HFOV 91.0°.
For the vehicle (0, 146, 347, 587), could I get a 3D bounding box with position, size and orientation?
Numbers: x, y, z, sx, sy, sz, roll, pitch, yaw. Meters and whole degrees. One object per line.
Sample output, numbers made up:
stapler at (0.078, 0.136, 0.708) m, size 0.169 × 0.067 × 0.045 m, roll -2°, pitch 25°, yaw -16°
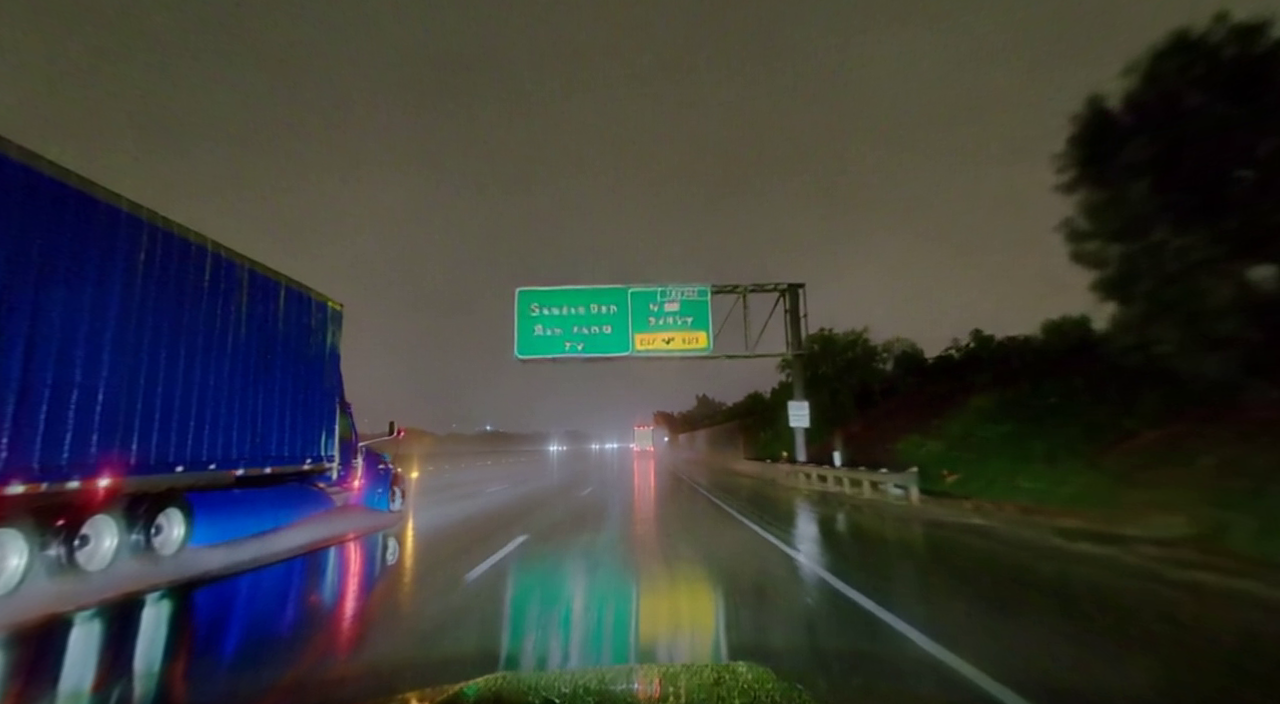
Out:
vehicle at (-7.253, 0.420, 7.613) m, size 2.996 × 3.947 × 8.600 m, roll 0°, pitch -9°, yaw 1°
